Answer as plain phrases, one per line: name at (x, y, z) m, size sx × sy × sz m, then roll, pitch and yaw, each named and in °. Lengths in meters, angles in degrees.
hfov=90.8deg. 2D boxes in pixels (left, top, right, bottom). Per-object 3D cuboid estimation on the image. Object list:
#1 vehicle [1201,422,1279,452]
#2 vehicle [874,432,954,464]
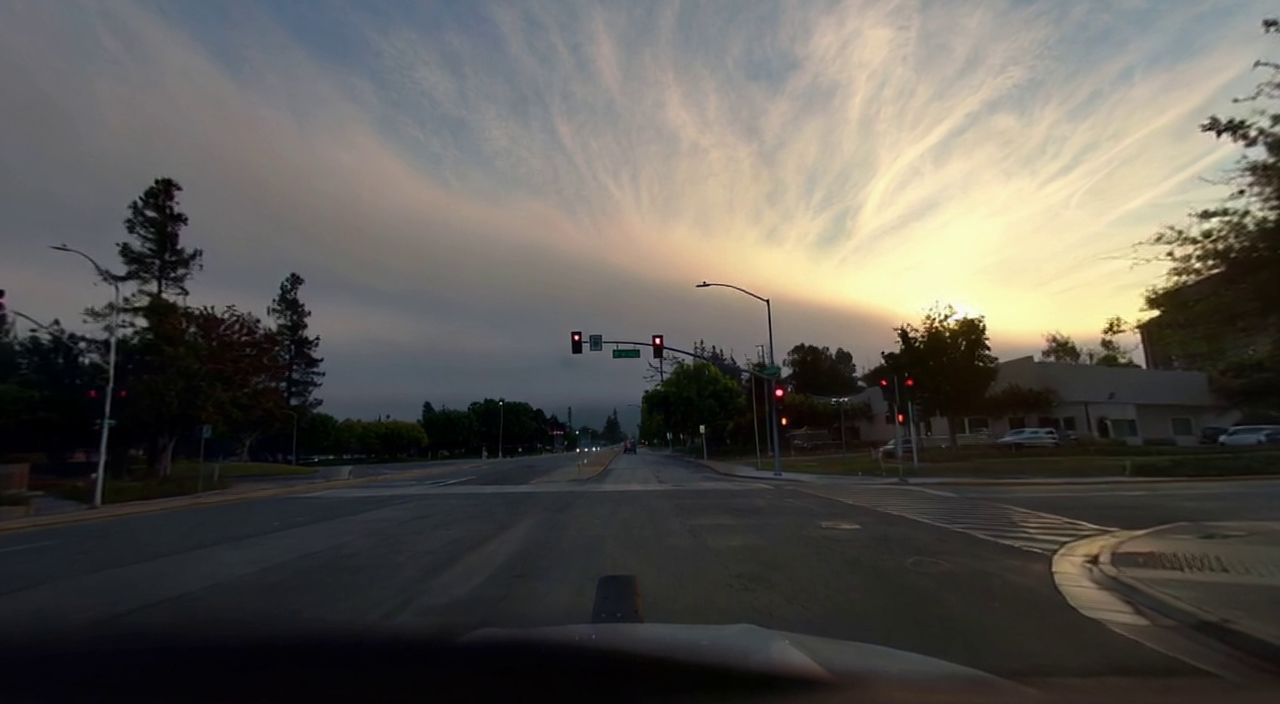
vehicle at (34.098, 4.765, 35.122) m, size 1.832 × 1.521 × 4.266 m, roll 0°, pitch -9°, yaw 1°
vehicle at (14.957, 5.292, 34.767) m, size 1.959 × 1.471 × 4.570 m, roll -4°, pitch -8°, yaw -5°
